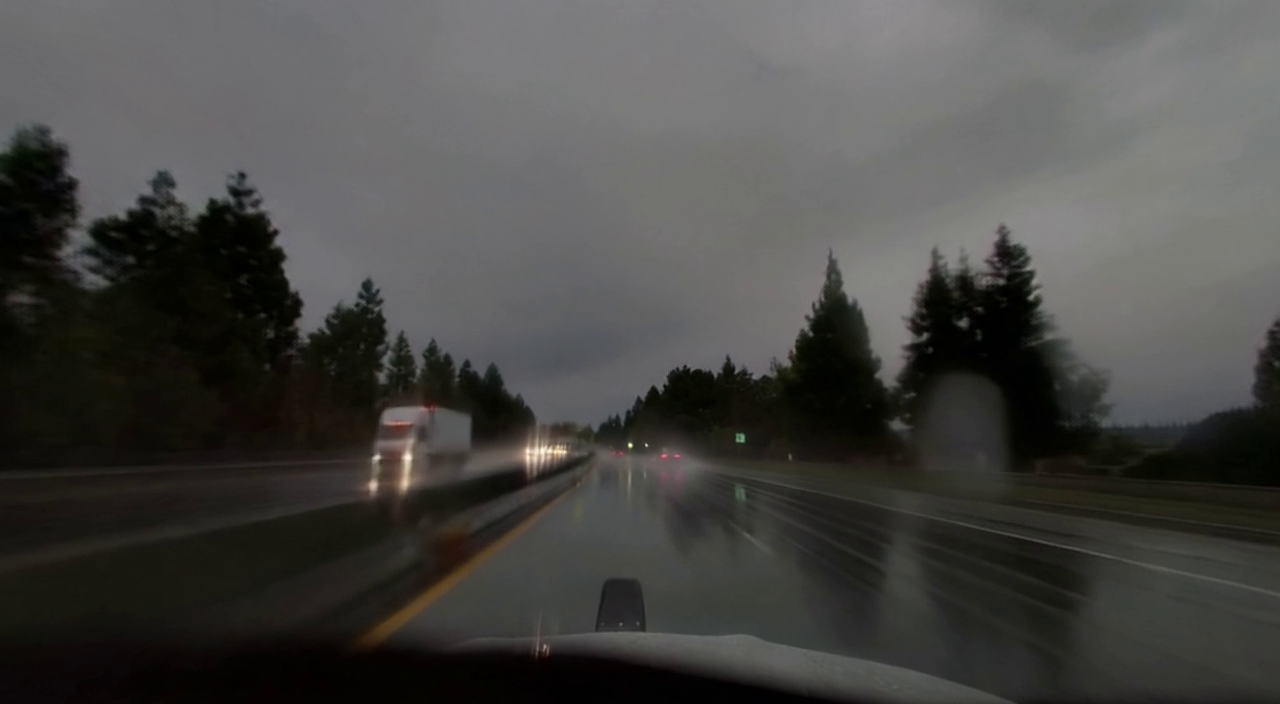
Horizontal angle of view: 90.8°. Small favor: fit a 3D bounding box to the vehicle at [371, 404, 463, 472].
[{"bbox_3d":[-13.787,5.513,39.929,2.763,3.848,8.560,0,-9,-1],"label":"vehicle"}]
